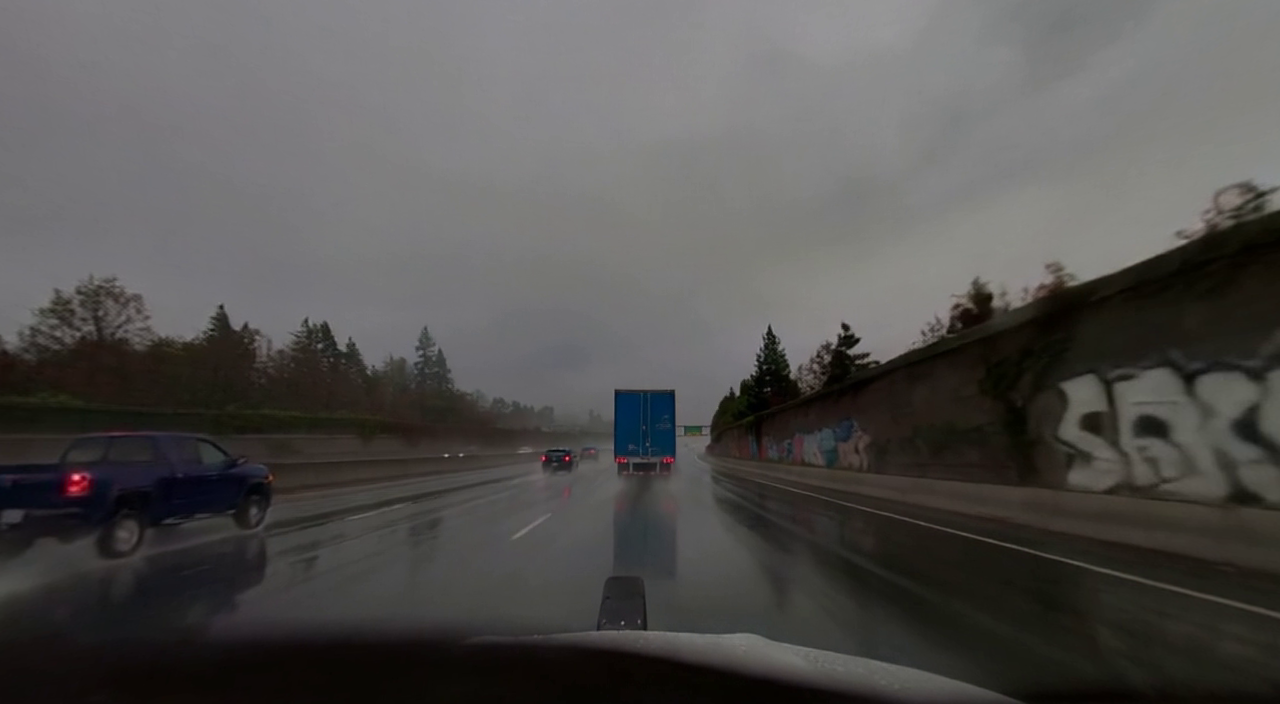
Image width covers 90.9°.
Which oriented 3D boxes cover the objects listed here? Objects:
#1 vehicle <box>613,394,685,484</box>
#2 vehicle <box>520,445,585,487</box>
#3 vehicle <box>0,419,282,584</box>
[{"bbox_3d":[0.295,4.306,30.608,2.915,3.661,9.741,0,-9,-1],"label":"vehicle"},{"bbox_3d":[-3.411,4.558,25.416,2.020,1.505,4.171,0,-9,0],"label":"vehicle"},{"bbox_3d":[-6.906,1.796,8.278,2.005,1.607,4.042,0,-9,0],"label":"vehicle"}]
